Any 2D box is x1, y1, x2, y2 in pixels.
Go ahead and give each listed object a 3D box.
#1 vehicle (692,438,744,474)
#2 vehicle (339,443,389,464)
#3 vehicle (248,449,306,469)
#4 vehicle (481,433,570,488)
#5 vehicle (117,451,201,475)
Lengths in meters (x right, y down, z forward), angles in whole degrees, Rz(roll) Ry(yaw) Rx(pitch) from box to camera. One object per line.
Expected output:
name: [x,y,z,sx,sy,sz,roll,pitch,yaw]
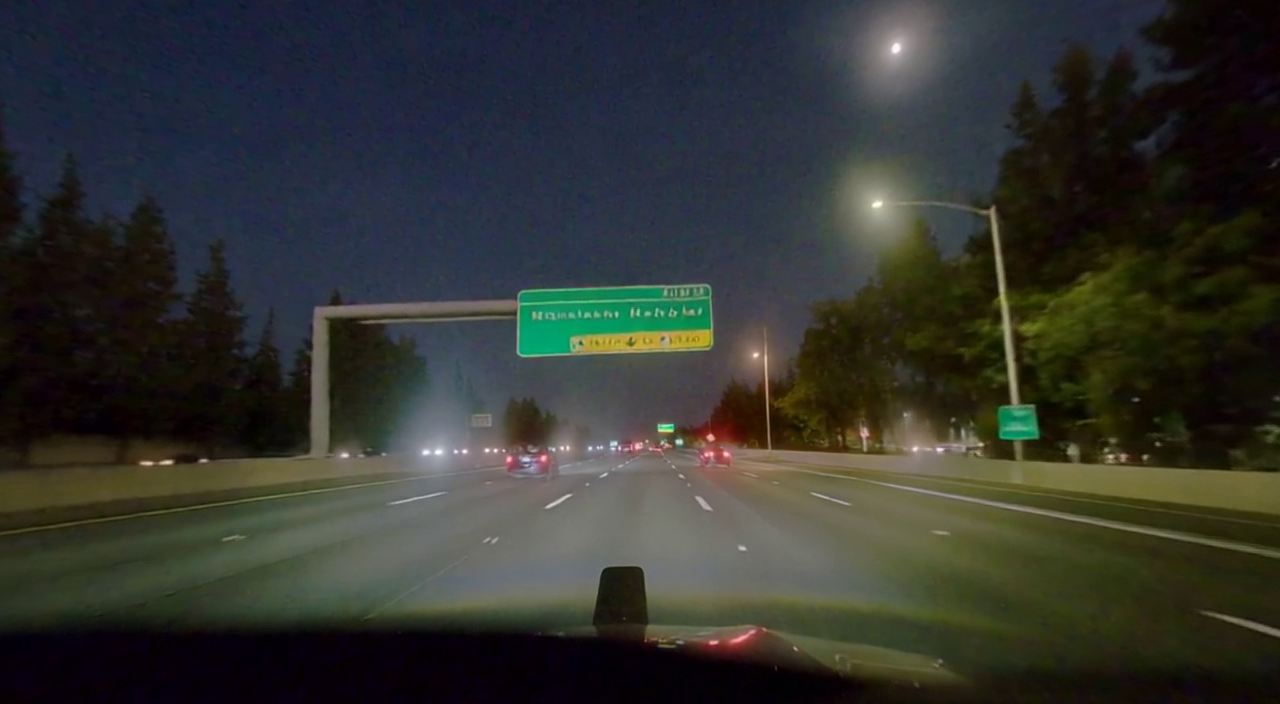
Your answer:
vehicle: [4.016,5.440,33.223,2.229,1.704,4.392,0,-8,1]
vehicle: [-20.225,7.444,46.394,1.721,1.473,3.980,0,-8,2]
vehicle: [-27.677,8.155,48.222,1.802,1.423,4.257,0,-8,2]
vehicle: [-3.891,3.774,22.315,2.196,1.733,4.355,0,-8,2]
vehicle: [-31.818,7.320,41.890,1.859,1.434,4.557,0,-8,2]
